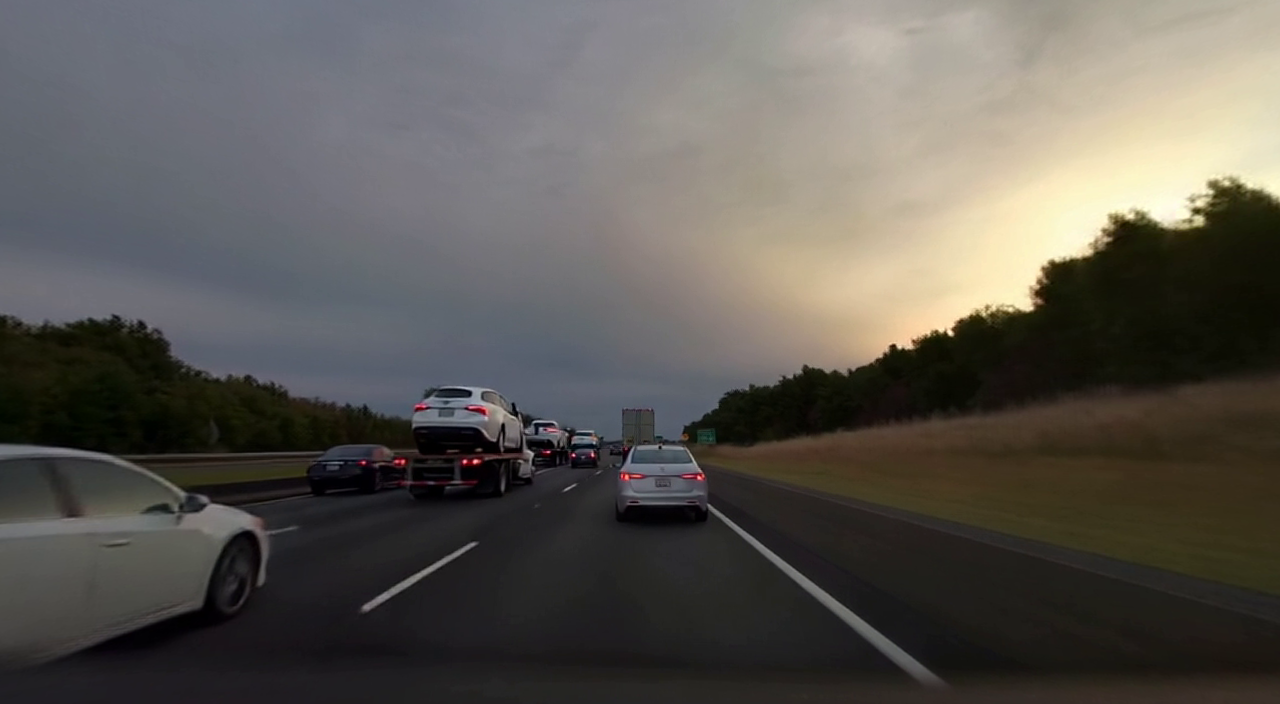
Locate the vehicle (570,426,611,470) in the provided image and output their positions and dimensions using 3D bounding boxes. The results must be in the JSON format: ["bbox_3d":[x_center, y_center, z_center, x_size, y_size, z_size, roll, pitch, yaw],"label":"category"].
[{"bbox_3d":[-3.275,6.579,43.124,2.289,2.710,6.726,0,-9,0],"label":"vehicle"}]

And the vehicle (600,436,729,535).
[{"bbox_3d":[0.349,2.332,11.531,1.991,1.507,3.391,0,-9,-1],"label":"vehicle"}]

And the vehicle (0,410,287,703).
[{"bbox_3d":[-3.673,0.951,2.394,1.947,1.470,4.526,0,-9,1],"label":"vehicle"}]

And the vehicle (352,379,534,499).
[{"bbox_3d":[-2.984,1.475,10.566,2.031,1.594,4.103,1,-9,-5],"label":"vehicle"}]
